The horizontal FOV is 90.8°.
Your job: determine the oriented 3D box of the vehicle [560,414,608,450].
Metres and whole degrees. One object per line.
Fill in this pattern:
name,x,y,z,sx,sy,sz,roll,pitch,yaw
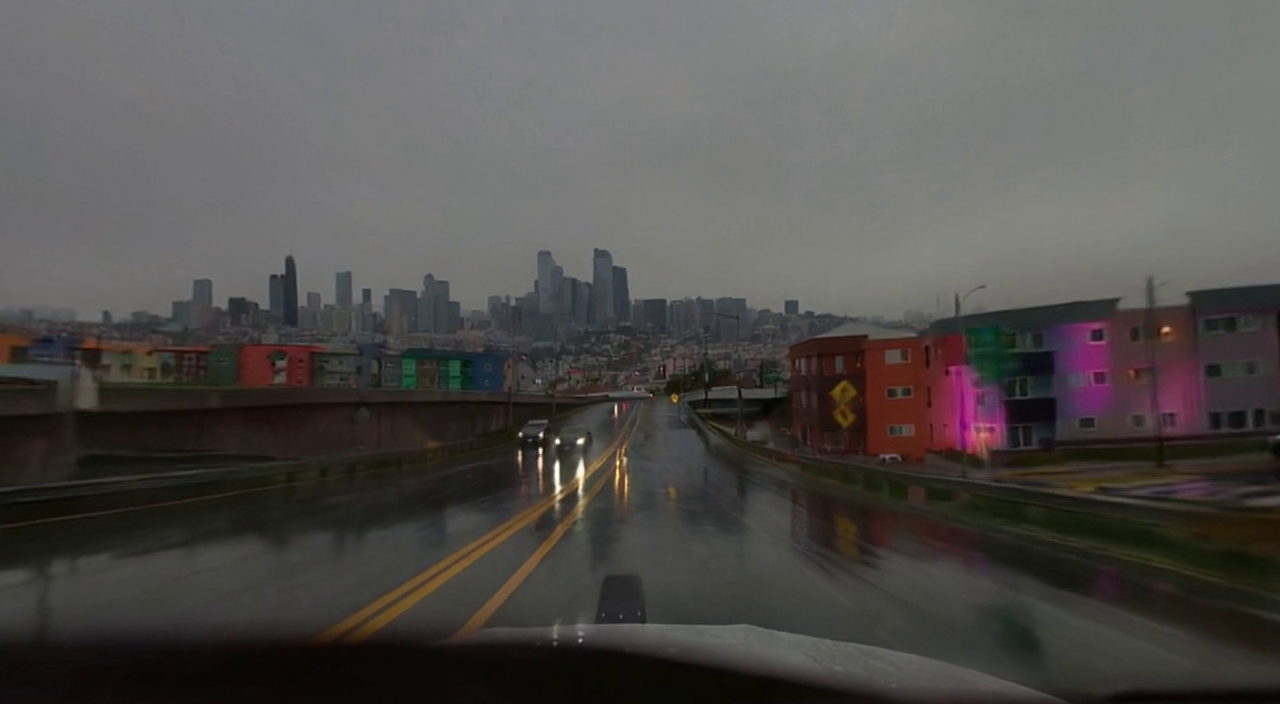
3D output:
vehicle,-2.982,4.404,34.598,2.109,1.848,4.338,1,-8,1

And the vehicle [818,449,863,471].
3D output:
vehicle,14.408,7.766,45.648,1.809,1.497,3.837,0,-8,-3

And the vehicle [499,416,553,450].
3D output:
vehicle,-6.346,4.589,35.621,2.175,1.771,4.352,1,-8,1
